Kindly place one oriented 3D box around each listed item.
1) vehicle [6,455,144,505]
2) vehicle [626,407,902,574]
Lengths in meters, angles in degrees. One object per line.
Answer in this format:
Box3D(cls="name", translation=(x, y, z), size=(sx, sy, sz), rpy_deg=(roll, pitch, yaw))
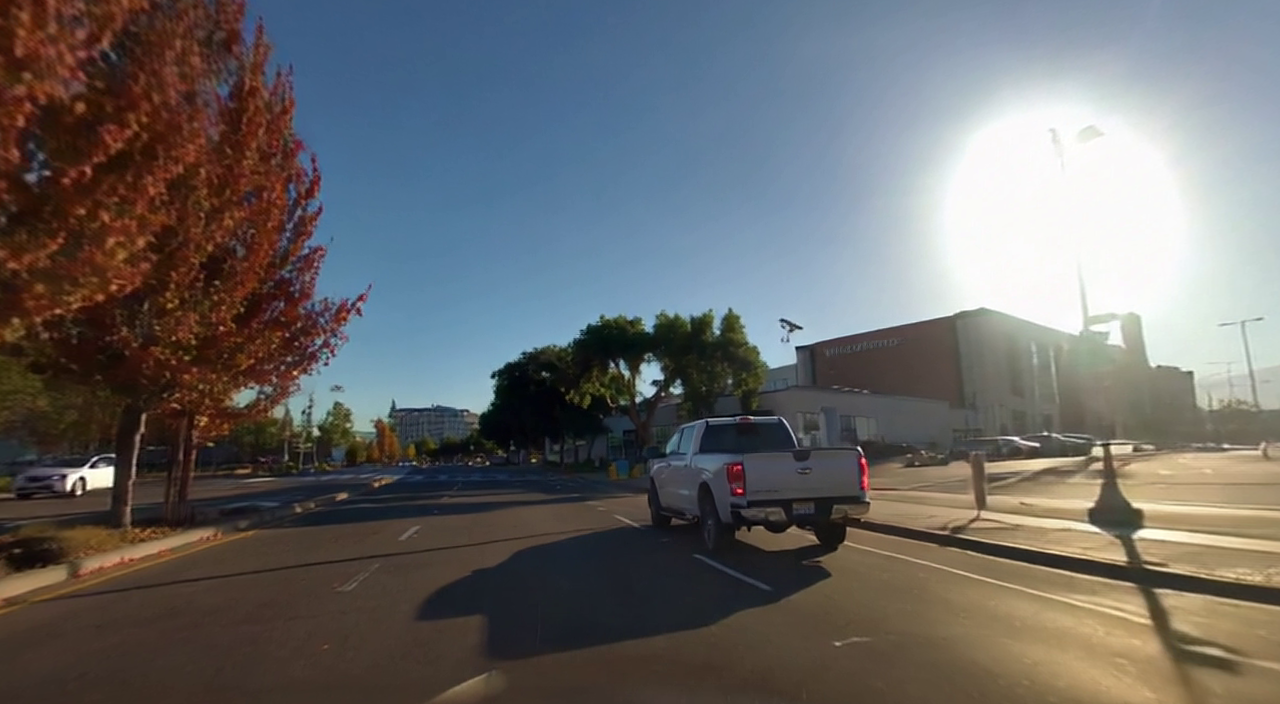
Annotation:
Box3D(cls="vehicle", translation=(-22.248, 5.001, 25.178), size=(2.037, 1.725, 4.632), rpy_deg=(2, -9, -14))
Box3D(cls="vehicle", translation=(1.482, 2.062, 10.429), size=(2.402, 1.922, 5.677), rpy_deg=(2, -9, -12))
